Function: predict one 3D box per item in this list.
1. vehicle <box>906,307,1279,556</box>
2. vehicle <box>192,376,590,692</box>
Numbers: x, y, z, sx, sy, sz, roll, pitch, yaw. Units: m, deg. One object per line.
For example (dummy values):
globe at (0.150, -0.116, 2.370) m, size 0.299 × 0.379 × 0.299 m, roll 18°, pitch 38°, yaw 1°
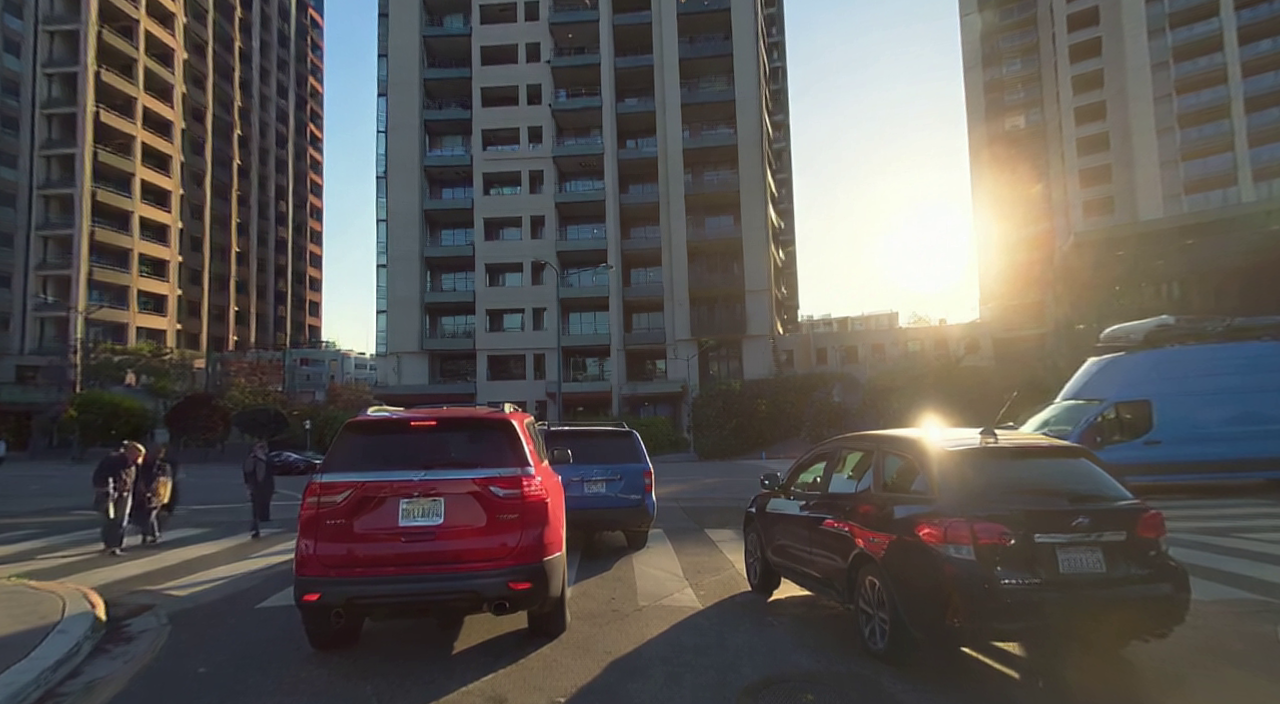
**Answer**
vehicle at (7.537, 1.025, 8.215) m, size 6.932 × 2.753 × 2.446 m, roll 0°, pitch -9°, yaw 1°
vehicle at (-1.641, 1.318, 5.714) m, size 2.144 × 1.733 × 4.115 m, roll 1°, pitch -9°, yaw -7°
